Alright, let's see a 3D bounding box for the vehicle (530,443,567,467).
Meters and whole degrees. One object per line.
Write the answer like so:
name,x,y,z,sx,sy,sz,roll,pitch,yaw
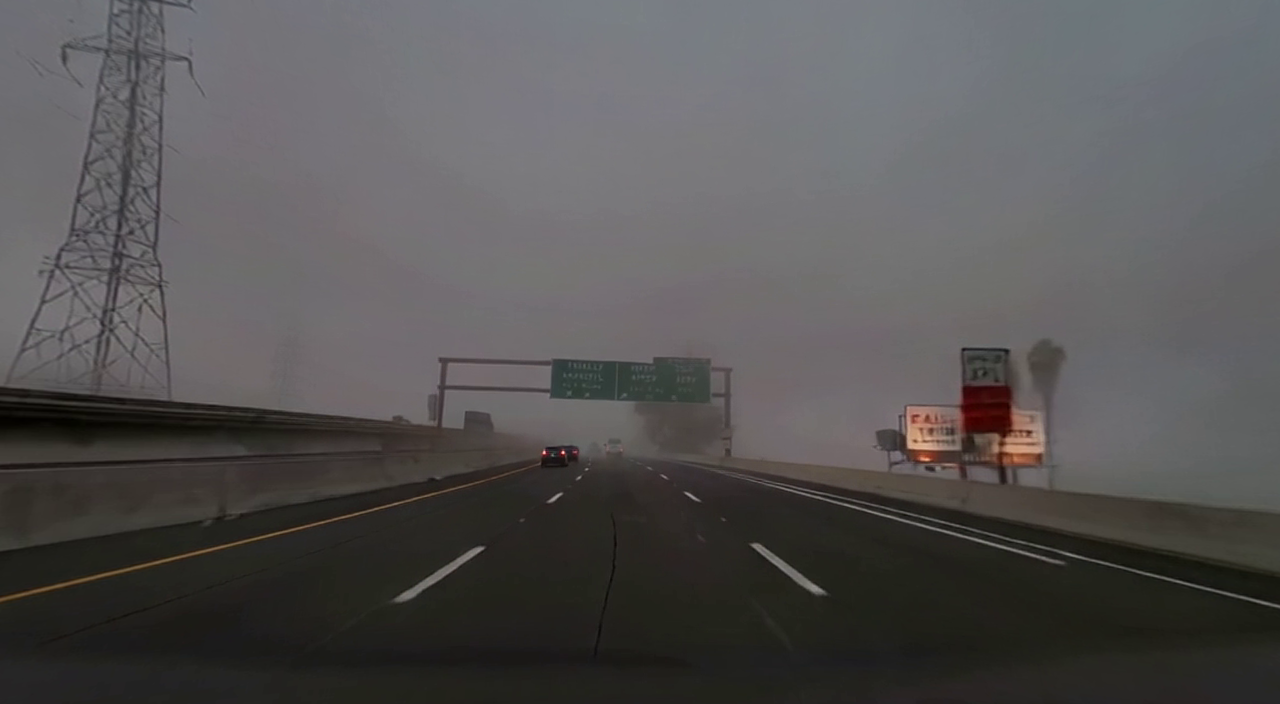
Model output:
vehicle,-5.729,6.495,40.193,1.921,1.420,4.078,0,-8,-3
